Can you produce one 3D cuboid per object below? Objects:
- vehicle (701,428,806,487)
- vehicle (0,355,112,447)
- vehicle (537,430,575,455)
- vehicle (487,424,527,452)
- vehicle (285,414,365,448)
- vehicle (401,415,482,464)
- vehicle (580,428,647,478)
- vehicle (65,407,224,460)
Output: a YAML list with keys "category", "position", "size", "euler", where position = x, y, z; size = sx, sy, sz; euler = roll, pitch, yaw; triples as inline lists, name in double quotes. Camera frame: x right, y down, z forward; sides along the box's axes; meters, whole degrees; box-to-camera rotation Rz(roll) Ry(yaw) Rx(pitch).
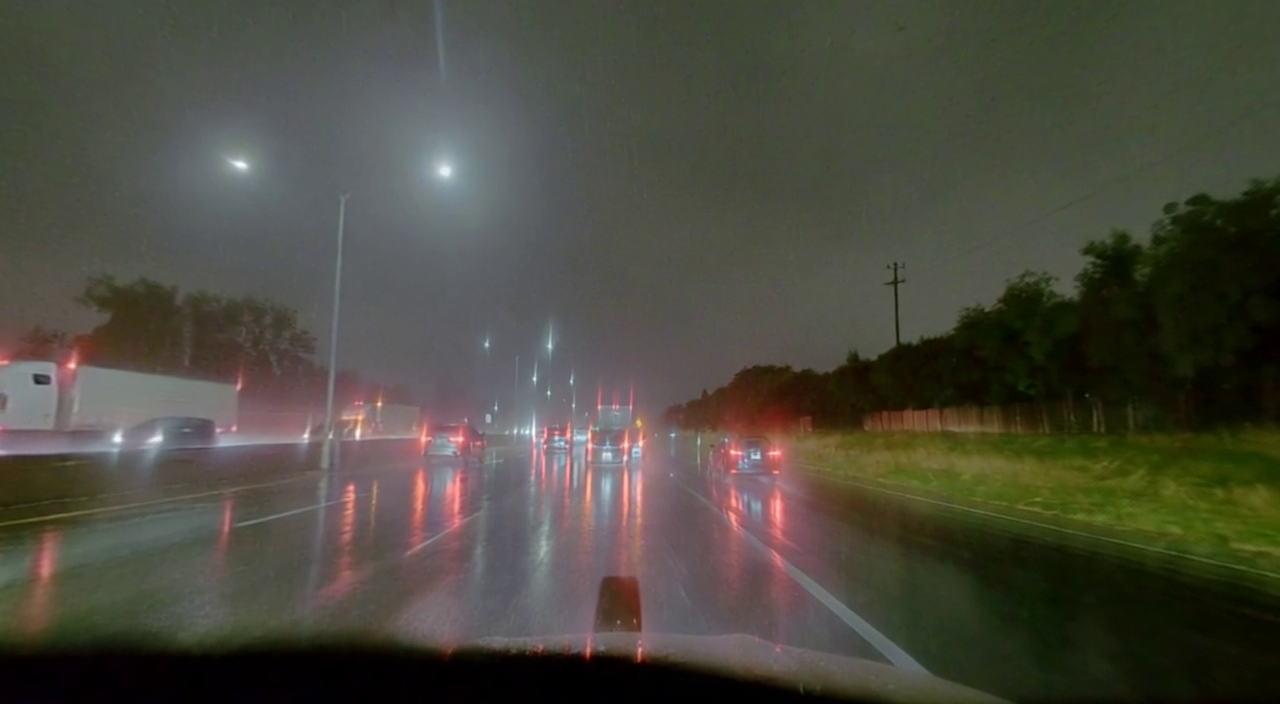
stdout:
- category: "vehicle"
  position: [3.107, 2.978, 18.233]
  size: [1.981, 1.474, 4.396]
  euler: [0, -8, -4]
- category: "vehicle"
  position: [-28.237, 2.392, 28.999]
  size: [2.908, 3.868, 5.411]
  euler: [1, -8, -3]
- category: "vehicle"
  position: [-5.342, 5.818, 40.508]
  size: [2.046, 1.493, 4.384]
  euler: [0, -8, -2]
- category: "vehicle"
  position: [-9.453, 6.153, 44.977]
  size: [1.992, 1.838, 4.493]
  euler: [0, -8, -2]
- category: "vehicle"
  position: [-15.786, 4.009, 31.766]
  size: [1.993, 1.617, 4.277]
  euler: [0, -8, -3]
- category: "vehicle"
  position: [-8.713, 3.883, 28.048]
  size: [2.158, 1.943, 4.662]
  euler: [0, -8, -1]
- category: "vehicle"
  position: [-0.861, 3.251, 20.632]
  size: [1.980, 1.478, 3.758]
  euler: [0, -8, -2]
- category: "vehicle"
  position: [-15.543, 2.615, 20.052]
  size: [1.903, 1.506, 3.980]
  euler: [0, -8, -2]
